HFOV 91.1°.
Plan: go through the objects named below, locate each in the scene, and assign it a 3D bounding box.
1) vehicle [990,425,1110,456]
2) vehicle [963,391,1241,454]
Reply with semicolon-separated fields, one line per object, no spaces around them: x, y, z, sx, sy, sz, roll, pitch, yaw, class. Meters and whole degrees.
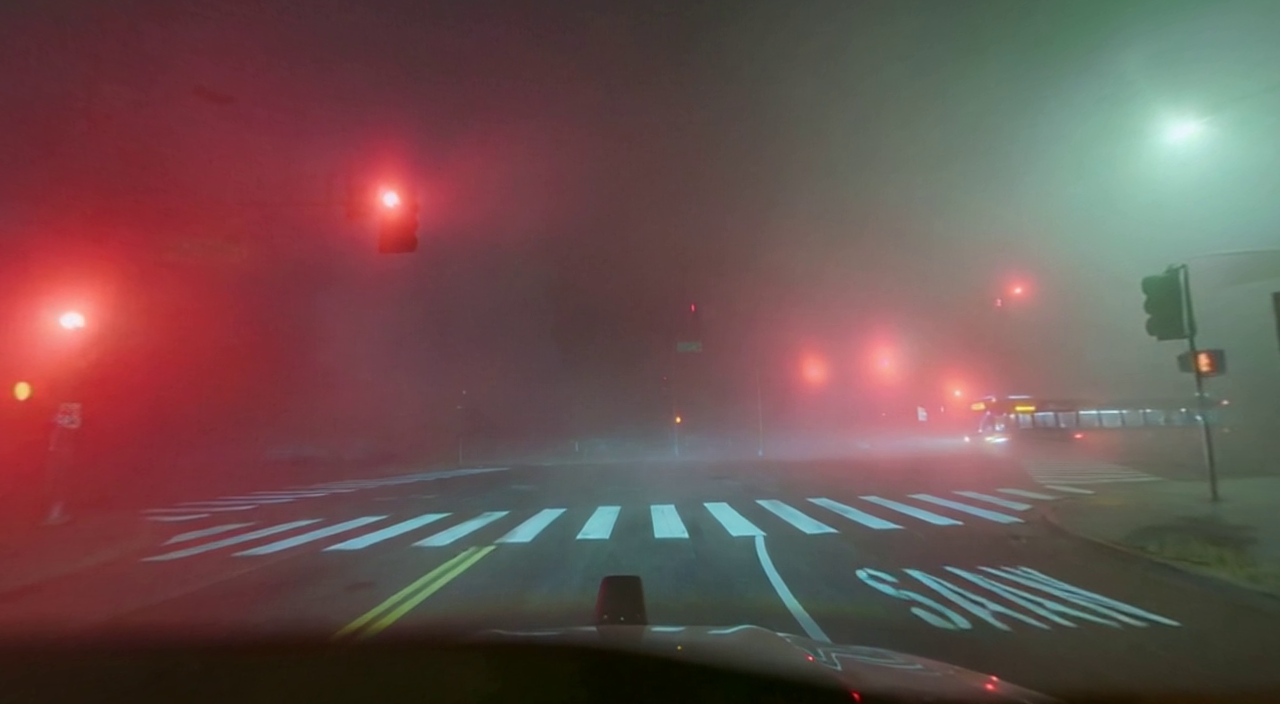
19.865;4.315;30.516;4.538;1.461;1.805;0;-9;0;vehicle
25.110;3.935;34.576;12.822;3.296;3.033;0;-9;-1;vehicle
